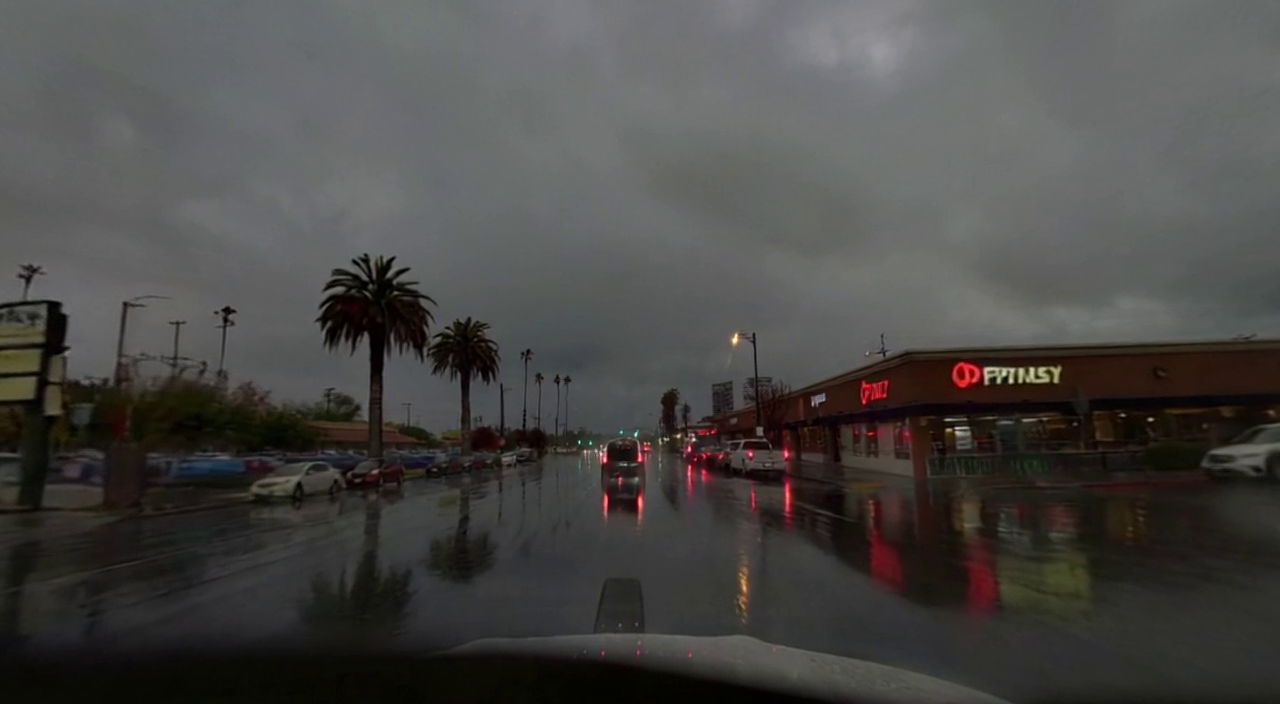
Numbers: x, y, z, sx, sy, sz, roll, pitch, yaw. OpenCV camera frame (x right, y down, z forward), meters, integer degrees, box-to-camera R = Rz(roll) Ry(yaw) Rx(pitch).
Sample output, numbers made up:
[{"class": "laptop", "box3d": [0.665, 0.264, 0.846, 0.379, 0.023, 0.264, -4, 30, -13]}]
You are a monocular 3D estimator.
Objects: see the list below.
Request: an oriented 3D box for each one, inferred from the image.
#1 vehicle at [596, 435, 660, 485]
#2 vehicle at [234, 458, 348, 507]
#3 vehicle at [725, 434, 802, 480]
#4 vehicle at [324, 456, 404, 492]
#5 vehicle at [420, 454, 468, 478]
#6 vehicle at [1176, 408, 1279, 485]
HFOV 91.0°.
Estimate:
[{"class": "vehicle", "box3d": [-0.440, 4.120, 24.276, 2.239, 1.763, 4.096, 0, -9, 0]}, {"class": "vehicle", "box3d": [-13.201, 4.926, 24.173, 1.881, 1.484, 4.565, -4, -9, -1]}, {"class": "vehicle", "box3d": [5.605, 4.894, 29.537, 2.430, 1.924, 5.779, 0, -9, 0]}, {"class": "vehicle", "box3d": [-13.336, 5.886, 30.743, 1.968, 1.472, 4.345, -2, -9, 0]}, {"class": "vehicle", "box3d": [-13.292, 7.730, 42.959, 1.840, 1.521, 4.450, 0, -9, 1]}, {"class": "vehicle", "box3d": [19.061, 2.656, 18.063, 5.096, 2.029, 2.324, -2, -9, 0]}]
